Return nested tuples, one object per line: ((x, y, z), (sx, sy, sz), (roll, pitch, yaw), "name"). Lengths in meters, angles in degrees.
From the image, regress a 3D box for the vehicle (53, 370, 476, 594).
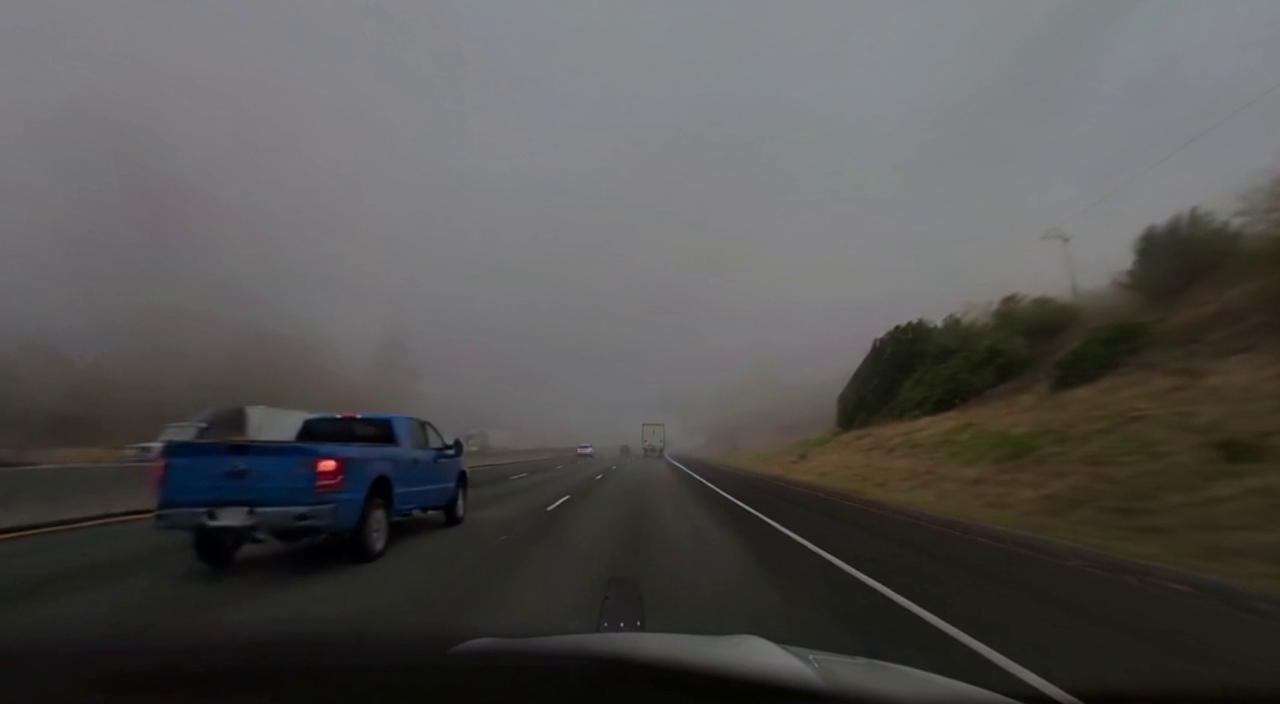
((-3.959, 1.526, 8.186), (2.216, 1.949, 5.237), (0, -9, 0), "vehicle")
